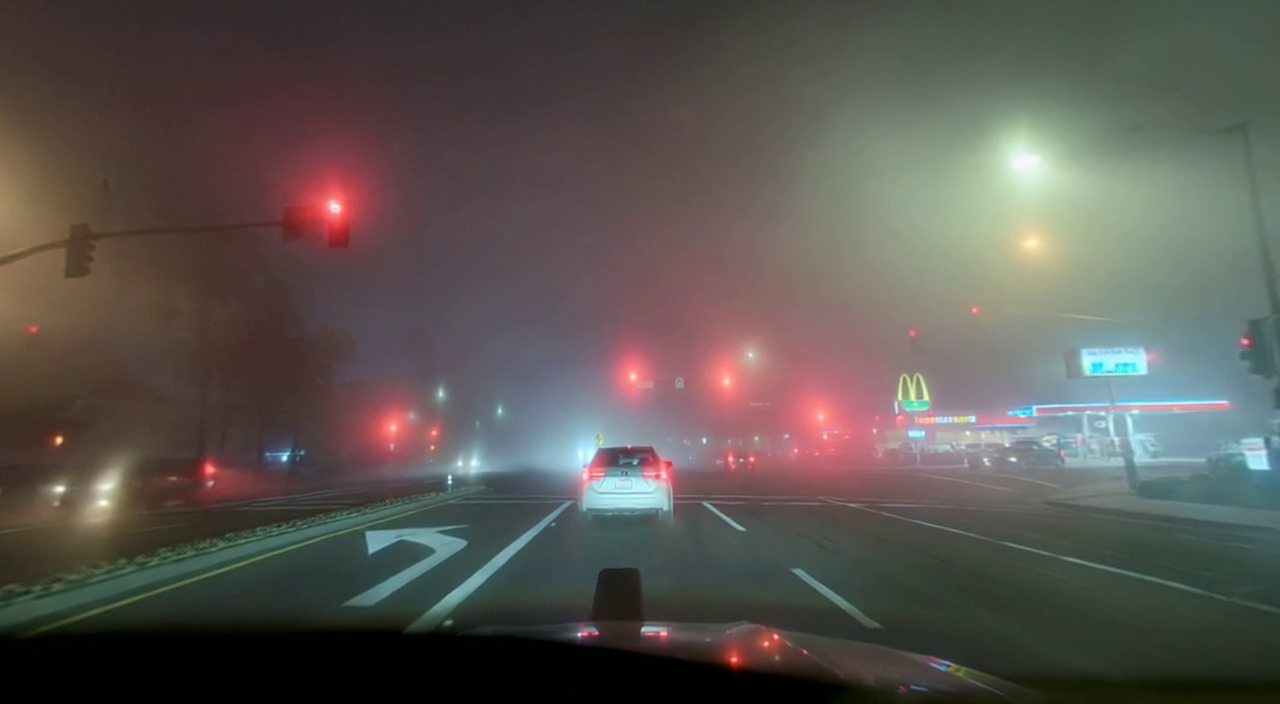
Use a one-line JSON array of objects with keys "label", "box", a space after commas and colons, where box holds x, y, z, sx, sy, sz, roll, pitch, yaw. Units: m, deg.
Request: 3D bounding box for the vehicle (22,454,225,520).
[{"label": "vehicle", "box": [-15.176, 3.943, 19.031, 2.120, 1.629, 4.686, 0, -8, 0]}]

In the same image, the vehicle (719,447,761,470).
[{"label": "vehicle", "box": [6.696, 7.164, 42.763, 2.017, 1.491, 4.420, 0, -8, -1]}]

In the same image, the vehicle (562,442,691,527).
[{"label": "vehicle", "box": [-0.241, 2.674, 13.475, 2.270, 1.475, 4.571, 0, -8, 0]}]
